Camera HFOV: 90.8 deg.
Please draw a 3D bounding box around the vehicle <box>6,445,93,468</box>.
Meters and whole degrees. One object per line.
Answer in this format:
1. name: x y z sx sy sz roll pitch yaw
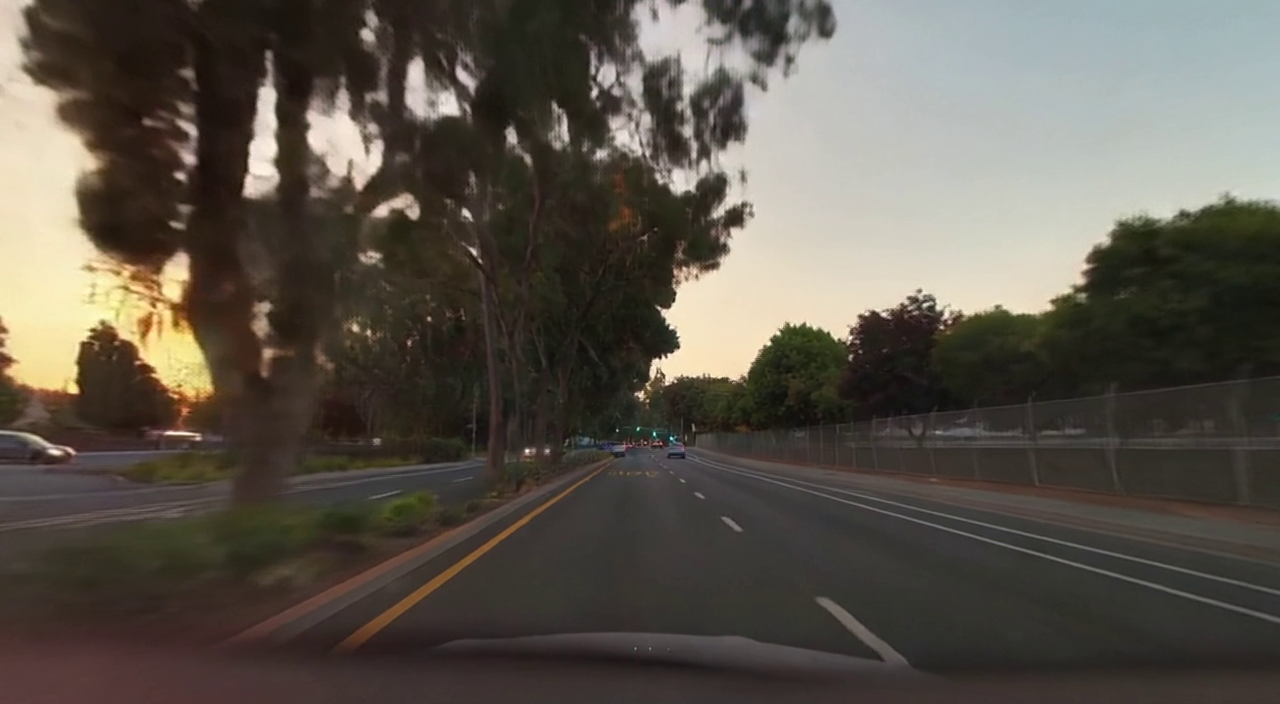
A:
1. vehicle: -41.256 7.265 44.293 1.821 1.505 4.484 0 -8 -1
